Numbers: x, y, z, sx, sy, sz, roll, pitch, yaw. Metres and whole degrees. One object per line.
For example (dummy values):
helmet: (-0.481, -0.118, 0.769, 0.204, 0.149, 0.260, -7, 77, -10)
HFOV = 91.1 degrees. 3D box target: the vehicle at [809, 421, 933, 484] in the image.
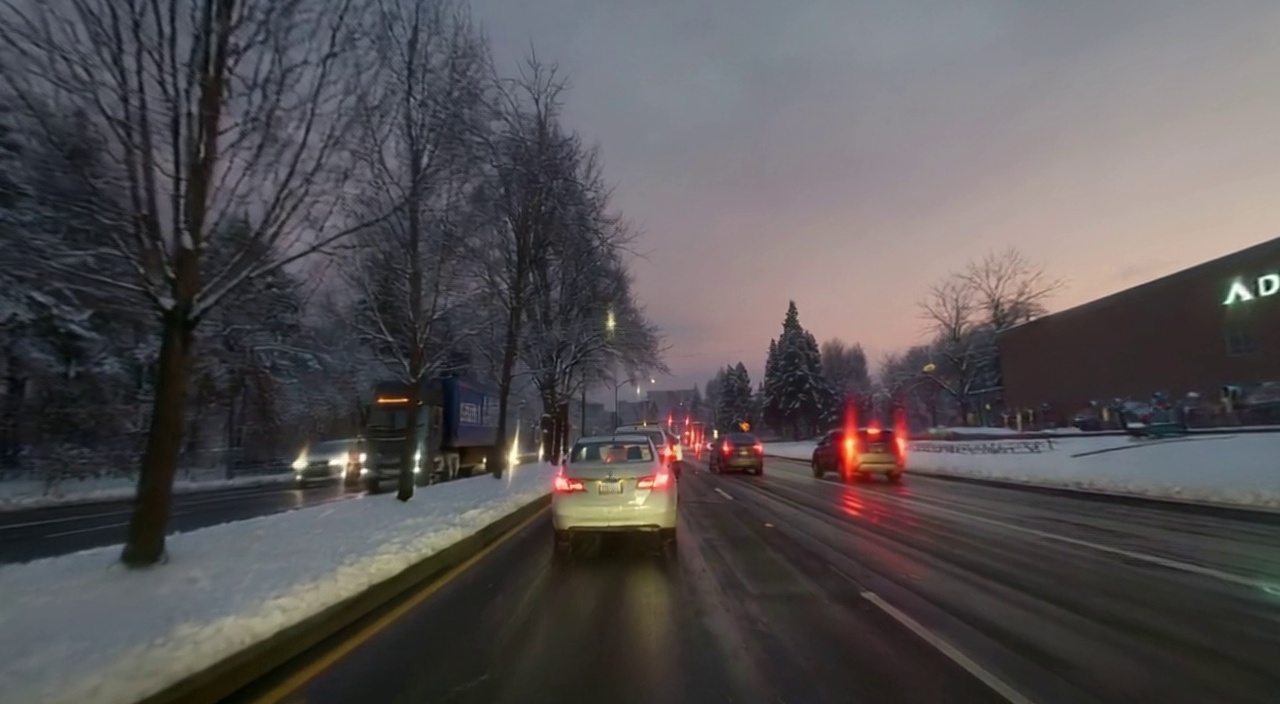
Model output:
vehicle: (7.885, 3.514, 22.111, 2.425, 1.936, 5.081, 0, -8, 0)

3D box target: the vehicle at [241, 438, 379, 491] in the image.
vehicle: (-14.018, 4.800, 27.307, 2.394, 2.012, 6.232, 0, -8, 3)

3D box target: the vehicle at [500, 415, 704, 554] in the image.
vehicle: (-0.438, 1.814, 9.227, 2.315, 1.563, 4.080, 0, -8, 0)

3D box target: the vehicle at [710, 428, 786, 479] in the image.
vehicle: (4.005, 3.871, 24.121, 2.090, 1.763, 4.560, 0, -8, 0)

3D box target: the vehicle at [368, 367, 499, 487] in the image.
vehicle: (-8.140, 3.157, 25.789, 3.043, 4.303, 6.343, 0, -8, 1)
